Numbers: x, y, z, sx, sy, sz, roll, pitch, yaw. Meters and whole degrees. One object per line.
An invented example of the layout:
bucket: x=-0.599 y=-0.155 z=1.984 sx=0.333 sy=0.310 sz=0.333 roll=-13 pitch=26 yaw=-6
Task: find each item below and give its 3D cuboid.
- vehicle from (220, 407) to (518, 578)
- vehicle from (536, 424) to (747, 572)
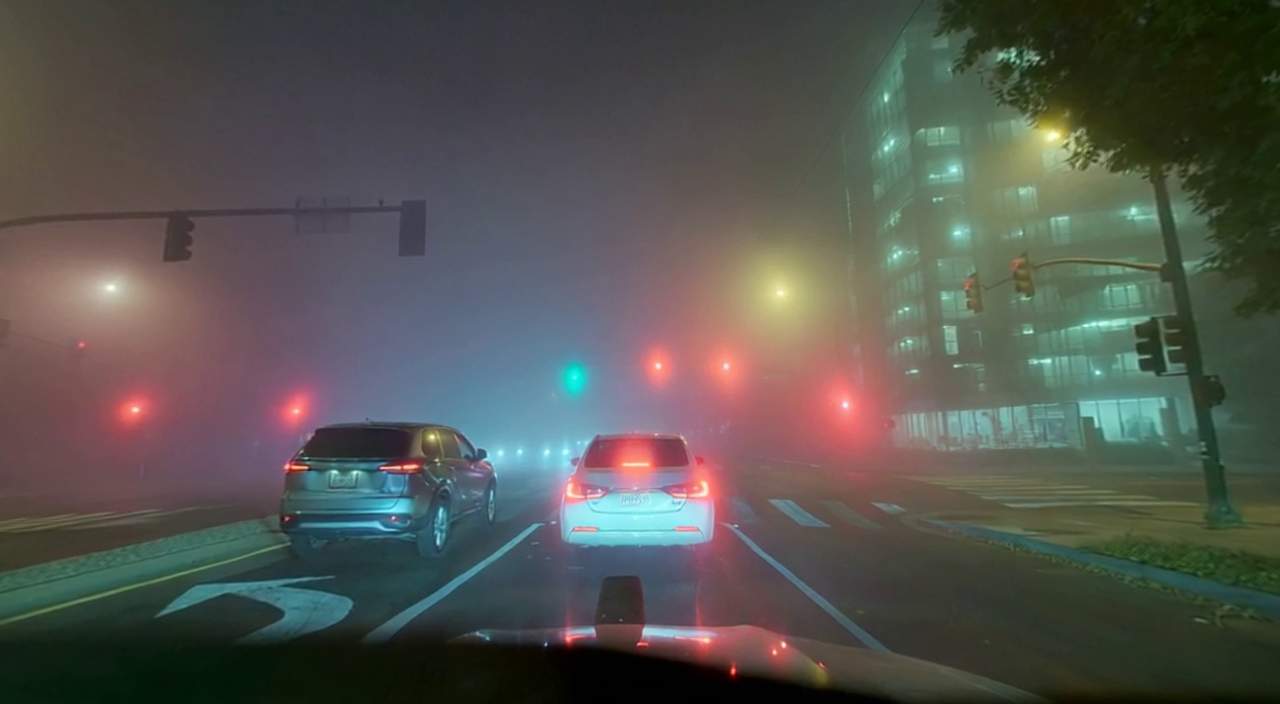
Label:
vehicle: x=-3.185 y=1.753 z=8.698 sx=2.081 sy=1.719 sz=4.434 roll=0 pitch=-8 yaw=0
vehicle: x=0.017 y=1.811 z=8.554 sx=2.190 sy=1.522 sz=3.850 roll=0 pitch=-8 yaw=0
